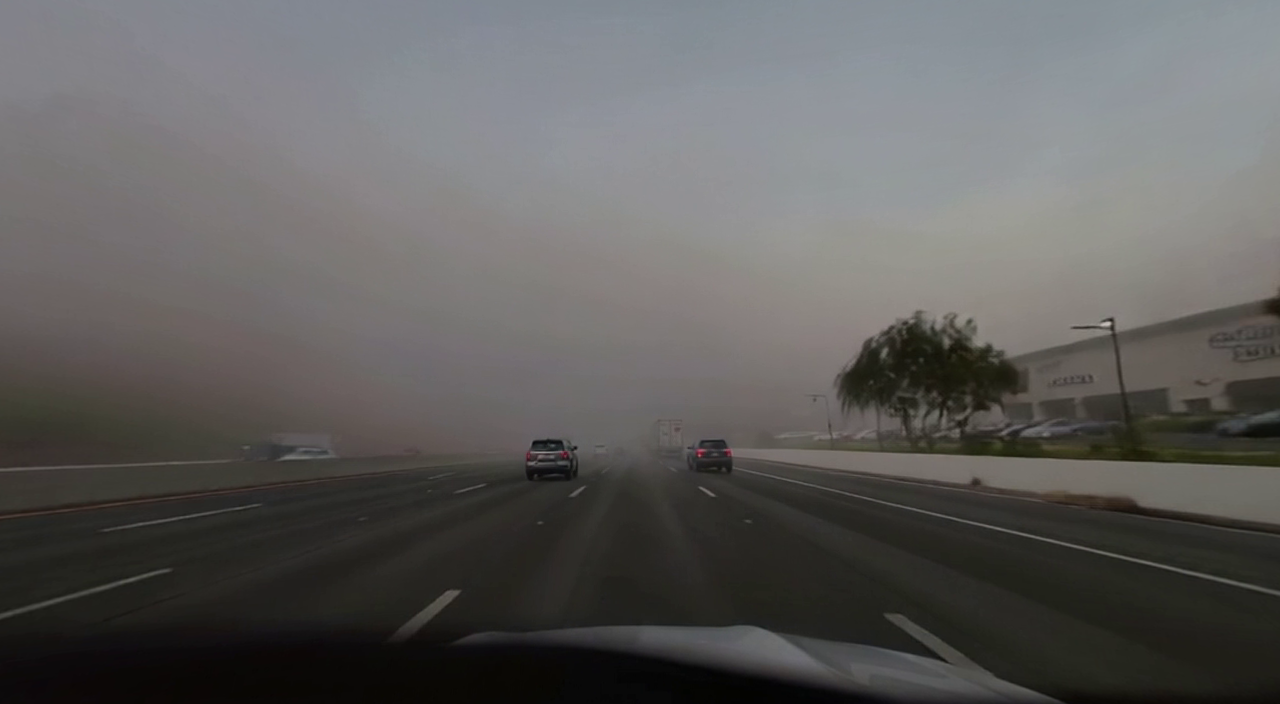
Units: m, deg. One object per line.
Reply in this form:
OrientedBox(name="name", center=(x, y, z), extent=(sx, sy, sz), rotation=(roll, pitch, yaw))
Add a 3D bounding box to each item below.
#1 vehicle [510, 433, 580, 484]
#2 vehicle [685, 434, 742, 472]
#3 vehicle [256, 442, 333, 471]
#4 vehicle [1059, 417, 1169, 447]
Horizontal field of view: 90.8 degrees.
OrientedBox(name="vehicle", center=(-3.529, 4.047, 24.355), extent=(1.987, 1.765, 4.508), rotation=(0, -8, 0))
OrientedBox(name="vehicle", center=(3.654, 5.113, 32.190), extent=(2.198, 1.807, 4.530), rotation=(0, -8, -2))
OrientedBox(name="vehicle", center=(-18.382, 5.571, 33.863), extent=(1.883, 1.467, 3.937), rotation=(0, -8, 0))
OrientedBox(name="vehicle", center=(29.533, 5.006, 39.508), extent=(5.019, 1.764, 2.183), rotation=(-1, -8, 1))
